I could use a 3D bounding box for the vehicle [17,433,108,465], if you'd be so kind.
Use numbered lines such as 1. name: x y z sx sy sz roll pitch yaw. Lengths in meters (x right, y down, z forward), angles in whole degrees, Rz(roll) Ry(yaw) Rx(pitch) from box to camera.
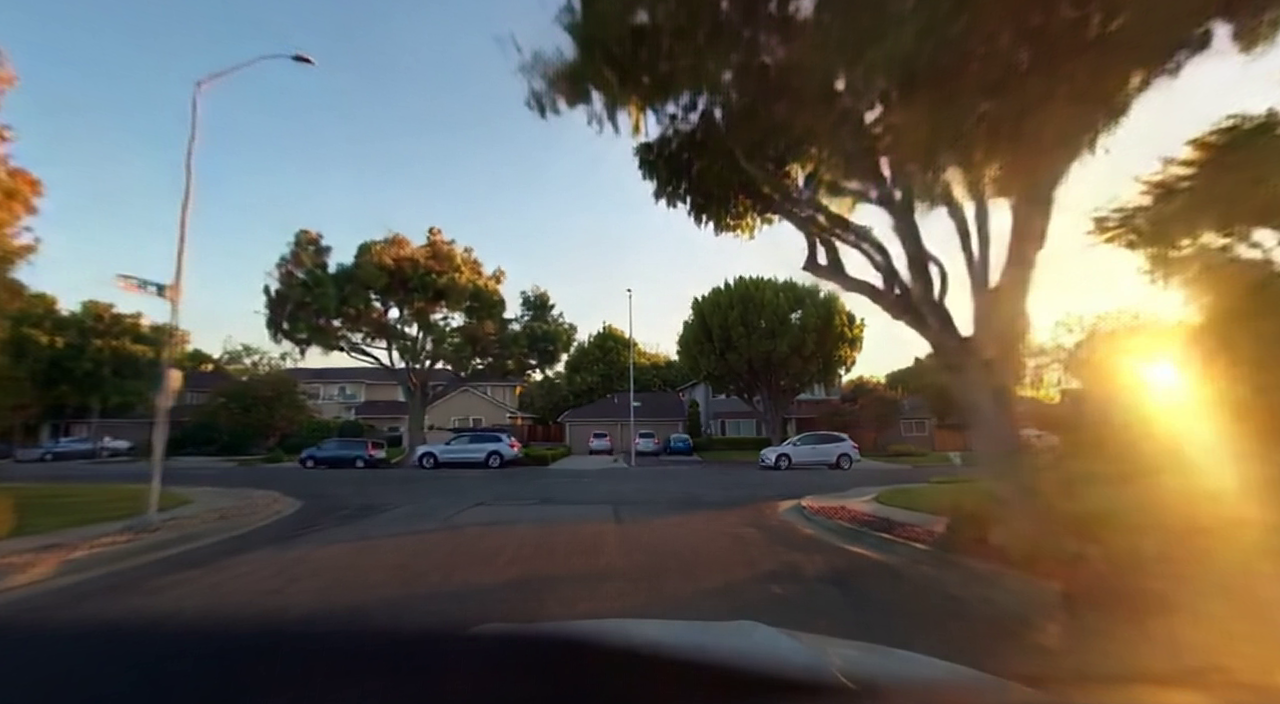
1. vehicle: -34.909 5.831 38.358 1.803 1.610 4.271 -5 -7 -4

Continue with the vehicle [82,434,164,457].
1. vehicle: -35.743 6.473 43.828 1.865 1.499 4.619 0 -8 -1

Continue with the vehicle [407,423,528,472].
1. vehicle: -8.498 4.734 31.590 5.419 2.292 2.272 0 -7 -4

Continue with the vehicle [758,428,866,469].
1. vehicle: 8.725 4.940 32.352 4.919 1.969 2.104 1 -9 -1

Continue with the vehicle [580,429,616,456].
1. vehicle: -3.218 6.773 47.301 2.391 1.894 5.075 1 -9 -7

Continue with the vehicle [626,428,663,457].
1. vehicle: 0.255 6.452 45.118 2.278 1.969 5.533 0 -8 -4

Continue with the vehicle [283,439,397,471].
1. vehicle: -14.648 5.045 31.070 4.650 1.480 1.782 0 -9 -3

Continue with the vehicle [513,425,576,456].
1. vehicle: -6.982 6.438 45.675 2.307 2.043 5.475 6 -10 -33

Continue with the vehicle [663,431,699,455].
1. vehicle: 2.952 6.724 46.464 2.005 1.699 4.234 1 -9 -5
